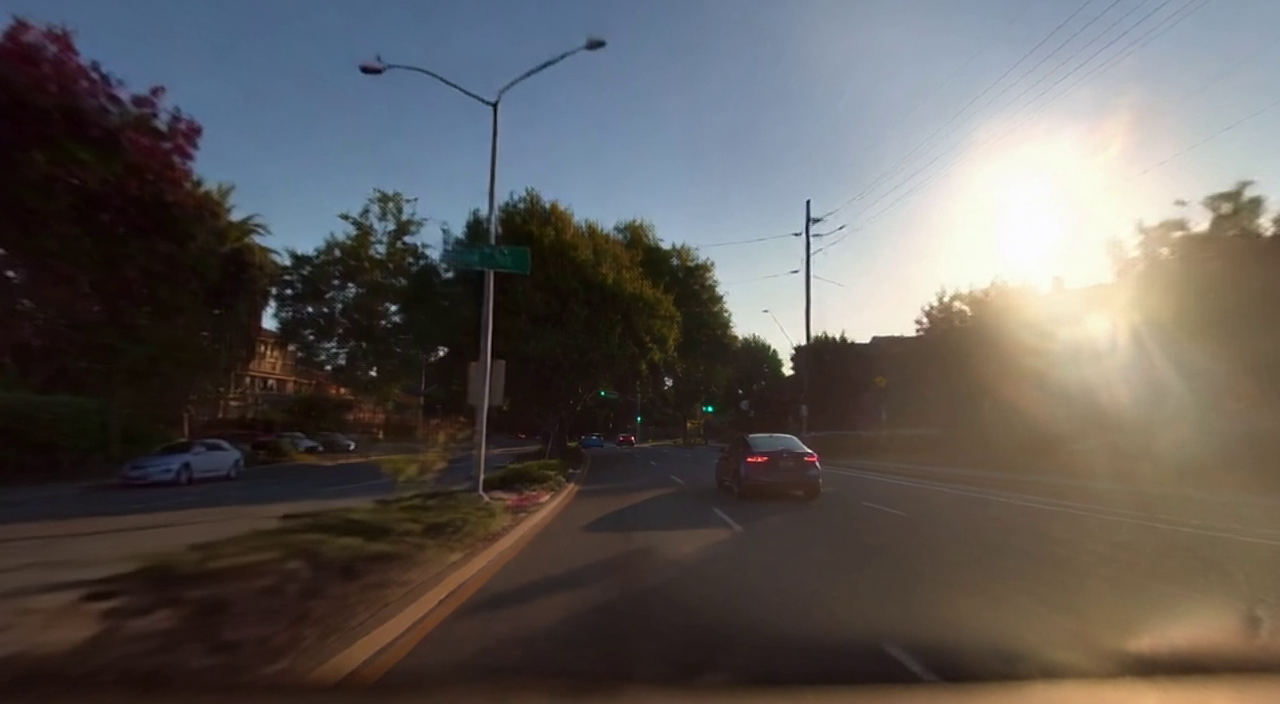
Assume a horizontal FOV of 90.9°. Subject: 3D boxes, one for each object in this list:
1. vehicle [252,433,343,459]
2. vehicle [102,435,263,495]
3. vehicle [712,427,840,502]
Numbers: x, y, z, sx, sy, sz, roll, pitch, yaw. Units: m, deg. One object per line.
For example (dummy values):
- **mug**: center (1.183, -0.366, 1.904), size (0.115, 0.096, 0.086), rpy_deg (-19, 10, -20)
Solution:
- **vehicle**: center (-21.946, 6.070, 40.569), size (4.717, 1.615, 2.014), rpy_deg (2, -9, -12)
- **vehicle**: center (-14.065, 3.474, 19.787), size (1.949, 1.642, 4.376), rpy_deg (0, -9, -4)
- **vehicle**: center (2.925, 2.539, 14.570), size (1.960, 1.479, 4.086), rpy_deg (0, -9, -1)
